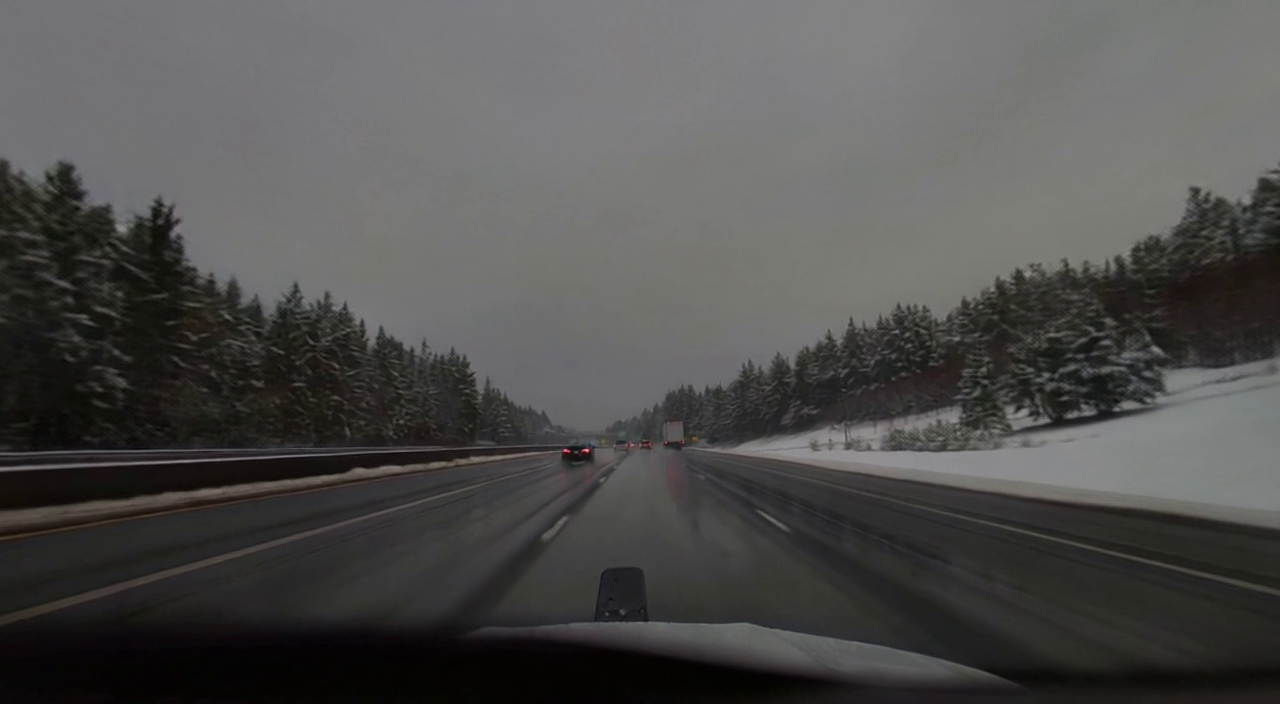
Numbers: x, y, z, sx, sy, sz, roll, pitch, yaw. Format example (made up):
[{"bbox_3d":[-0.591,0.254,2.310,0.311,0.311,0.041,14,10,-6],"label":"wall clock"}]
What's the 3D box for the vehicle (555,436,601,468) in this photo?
[{"bbox_3d":[-3.245,5.341,33.624,2.025,1.571,3.662,0,-9,0],"label":"vehicle"}]
